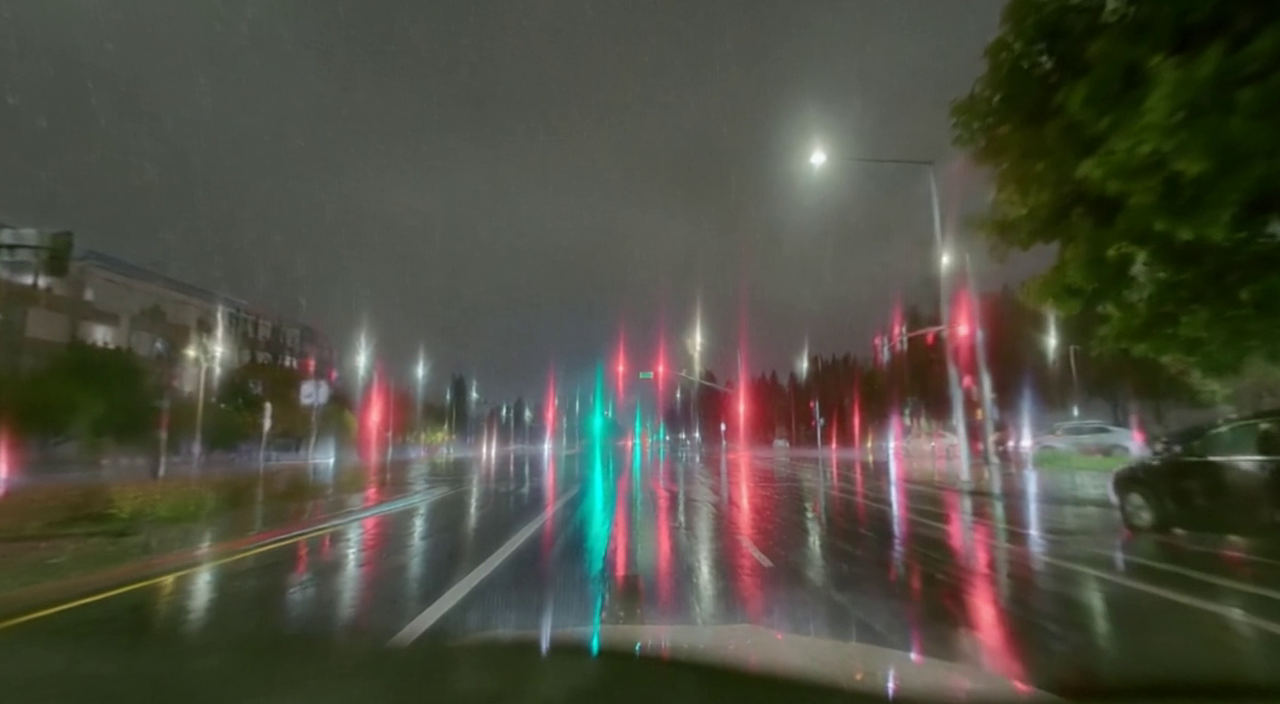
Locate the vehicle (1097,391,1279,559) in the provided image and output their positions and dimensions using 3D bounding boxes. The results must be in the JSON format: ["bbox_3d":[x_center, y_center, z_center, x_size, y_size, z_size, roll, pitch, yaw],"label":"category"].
[{"bbox_3d":[8.088,1.365,7.101,2.100,1.828,4.879,0,-8,-2],"label":"vehicle"}]

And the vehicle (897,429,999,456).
[{"bbox_3d":[17.858,5.287,36.774,4.916,1.504,1.846,0,-8,-1],"label":"vehicle"}]
